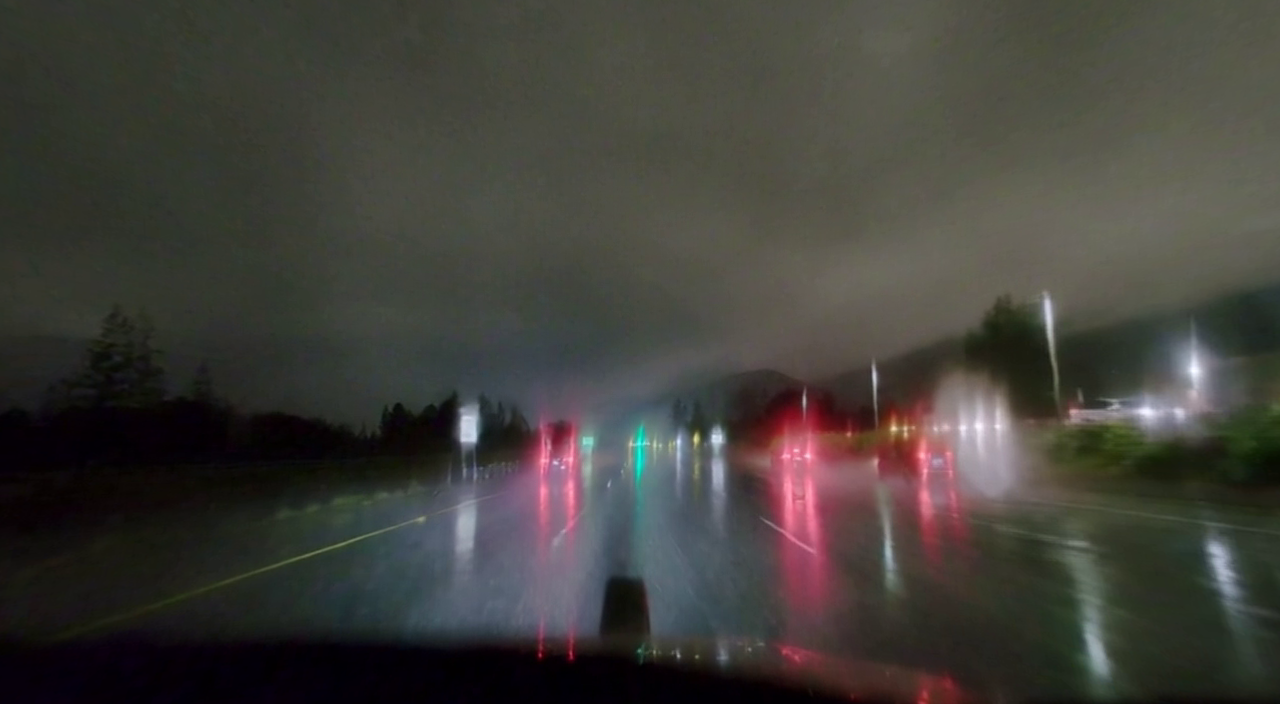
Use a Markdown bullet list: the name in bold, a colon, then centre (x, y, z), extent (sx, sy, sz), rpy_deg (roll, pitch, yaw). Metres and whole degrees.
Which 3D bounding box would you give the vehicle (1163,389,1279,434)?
- **vehicle**: centre (21.302, 2.146, 22.250), extent (4.015, 1.437, 1.908), rpy_deg (-5, -10, 30)

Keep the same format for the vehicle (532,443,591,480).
- **vehicle**: centre (-3.506, 4.966, 28.883), extent (2.021, 1.526, 4.385), rpy_deg (0, -8, 2)
